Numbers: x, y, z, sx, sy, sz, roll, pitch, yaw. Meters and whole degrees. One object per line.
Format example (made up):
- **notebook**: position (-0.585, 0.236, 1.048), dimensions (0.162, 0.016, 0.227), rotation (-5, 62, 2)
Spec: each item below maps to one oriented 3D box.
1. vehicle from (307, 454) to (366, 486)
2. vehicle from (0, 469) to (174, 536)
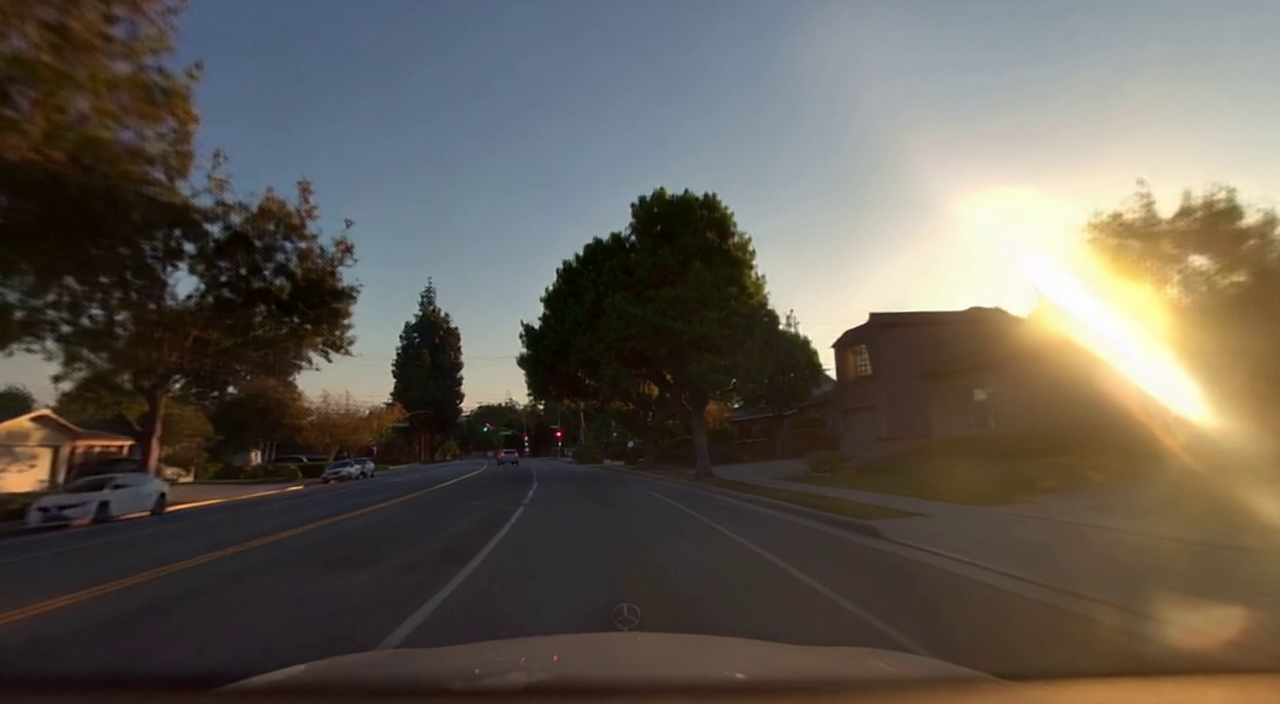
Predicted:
- **vehicle**: position (-19.391, 7.555, 40.602), dimensions (2.029, 1.726, 5.366), rotation (-3, -9, -11)
- **vehicle**: position (-15.729, 4.151, 17.933), dimensions (1.911, 1.436, 4.554), rotation (1, -8, -7)
